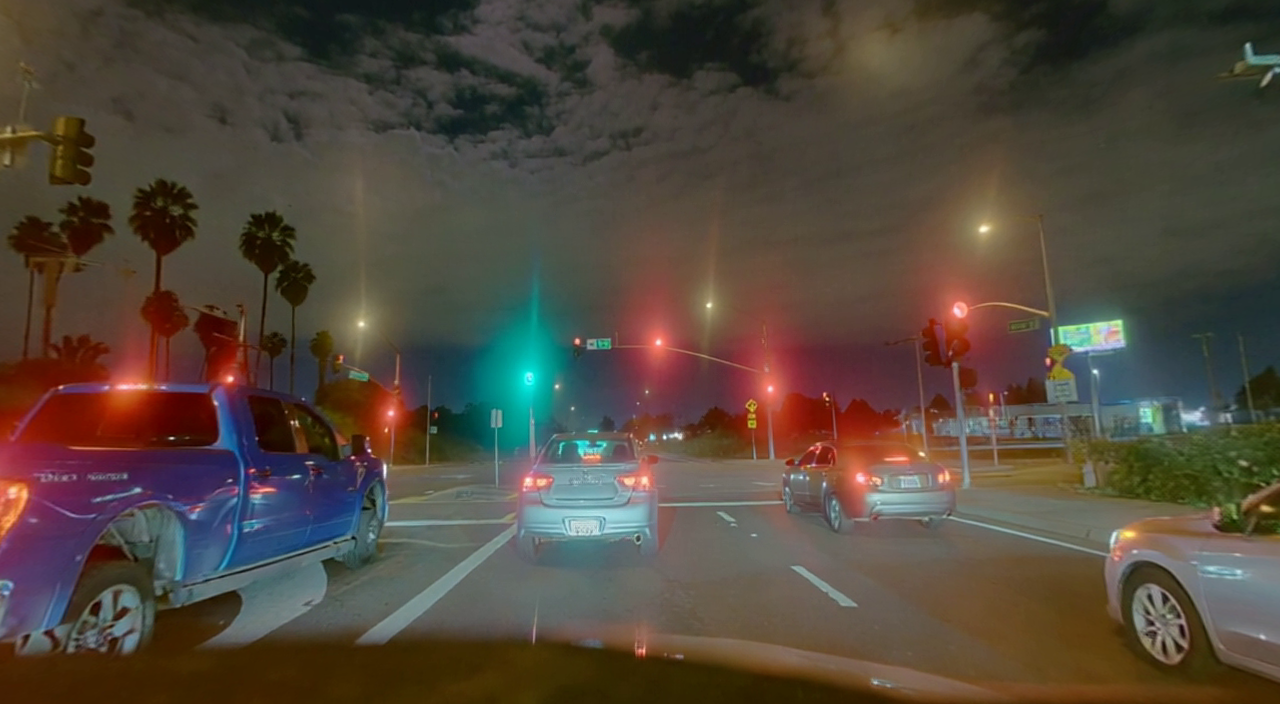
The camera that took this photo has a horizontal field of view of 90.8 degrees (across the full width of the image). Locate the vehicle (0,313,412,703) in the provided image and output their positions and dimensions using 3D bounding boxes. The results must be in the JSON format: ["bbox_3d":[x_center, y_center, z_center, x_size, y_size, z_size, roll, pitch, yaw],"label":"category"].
[{"bbox_3d":[-3.805,1.102,4.939,2.078,1.838,5.448,0,-9,-1],"label":"vehicle"}]

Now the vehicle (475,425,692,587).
[{"bbox_3d":[-0.627,1.754,8.053,2.035,1.491,4.090,0,-9,-3],"label":"vehicle"}]

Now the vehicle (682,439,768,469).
[{"bbox_3d":[4.215,5.139,31.968,1.878,1.428,4.416,5,-10,-32],"label":"vehicle"}]

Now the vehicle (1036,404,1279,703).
[{"bbox_3d":[3.888,0.892,2.190,2.052,1.496,4.541,0,-9,0],"label":"vehicle"}]

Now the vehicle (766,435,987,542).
[{"bbox_3d":[3.700,2.217,10.963,1.965,1.448,4.486,0,-9,-2],"label":"vehicle"}]
